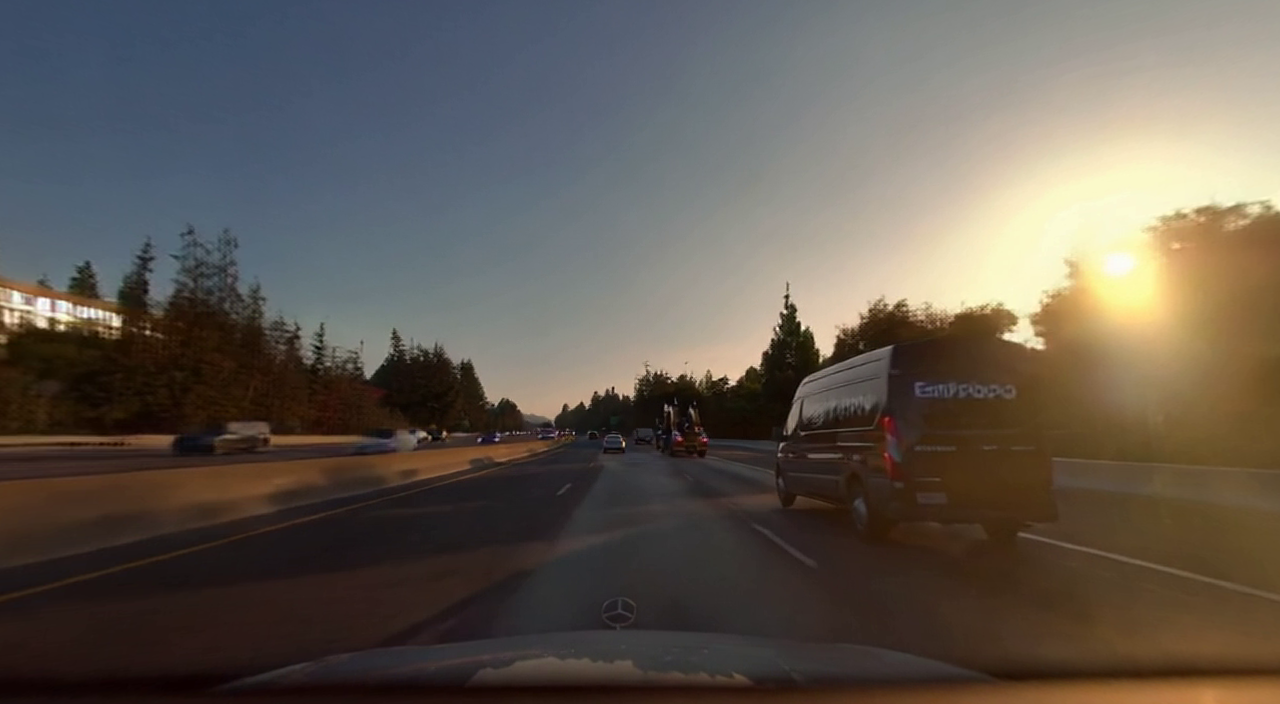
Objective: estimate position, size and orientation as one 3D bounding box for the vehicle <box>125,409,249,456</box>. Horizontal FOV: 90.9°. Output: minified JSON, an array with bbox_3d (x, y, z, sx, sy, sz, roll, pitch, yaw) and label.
[{"bbox_3d":[-20.736,3.741,29.181,2.095,1.965,5.183,1,-8,-4],"label":"vehicle"}]

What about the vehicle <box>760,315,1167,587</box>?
[{"bbox_3d":[3.553,1.292,8.830,2.386,2.509,5.880,0,-8,-2],"label":"vehicle"}]

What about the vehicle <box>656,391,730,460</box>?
[{"bbox_3d":[3.033,4.719,39.547,2.912,3.738,10.123,1,-8,-5],"label":"vehicle"}]

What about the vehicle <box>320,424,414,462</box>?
[{"bbox_3d":[-11.569,3.879,27.084,2.029,1.483,4.613,0,-8,-1],"label":"vehicle"}]

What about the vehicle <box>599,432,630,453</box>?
[{"bbox_3d":[-1.903,6.713,46.851,2.217,1.502,4.222,0,-8,-2],"label":"vehicle"}]
